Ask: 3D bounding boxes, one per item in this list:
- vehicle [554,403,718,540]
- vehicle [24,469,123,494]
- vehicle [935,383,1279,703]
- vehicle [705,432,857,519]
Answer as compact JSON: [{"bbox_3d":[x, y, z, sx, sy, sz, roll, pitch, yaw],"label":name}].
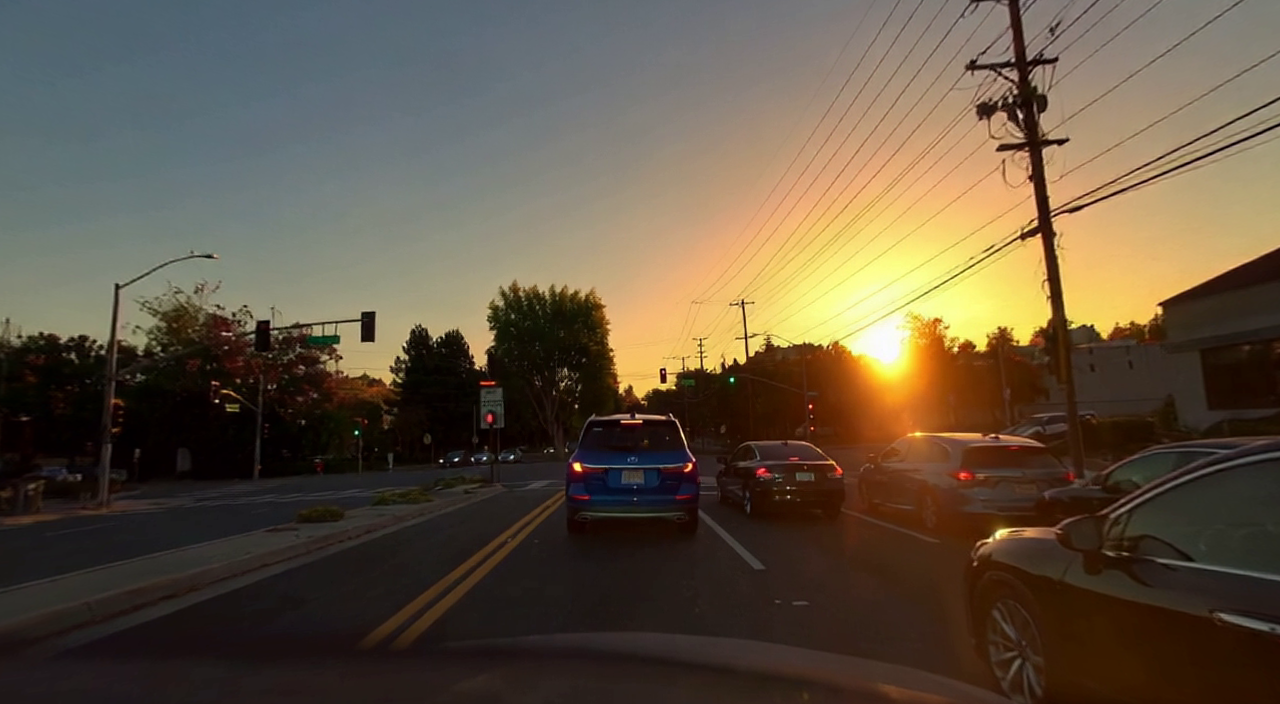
[{"bbox_3d":[-0.103,1.994,11.132,2.236,1.856,4.816,0,-9,-1],"label":"vehicle"},{"bbox_3d":[-38.244,8.735,42.739,4.569,1.505,1.992,1,-9,-5],"label":"vehicle"},{"bbox_3d":[2.744,0.783,1.481,2.004,1.460,4.297,0,-9,0],"label":"vehicle"},{"bbox_3d":[2.684,2.467,13.171,2.025,1.477,4.333,0,-9,-2],"label":"vehicle"}]
